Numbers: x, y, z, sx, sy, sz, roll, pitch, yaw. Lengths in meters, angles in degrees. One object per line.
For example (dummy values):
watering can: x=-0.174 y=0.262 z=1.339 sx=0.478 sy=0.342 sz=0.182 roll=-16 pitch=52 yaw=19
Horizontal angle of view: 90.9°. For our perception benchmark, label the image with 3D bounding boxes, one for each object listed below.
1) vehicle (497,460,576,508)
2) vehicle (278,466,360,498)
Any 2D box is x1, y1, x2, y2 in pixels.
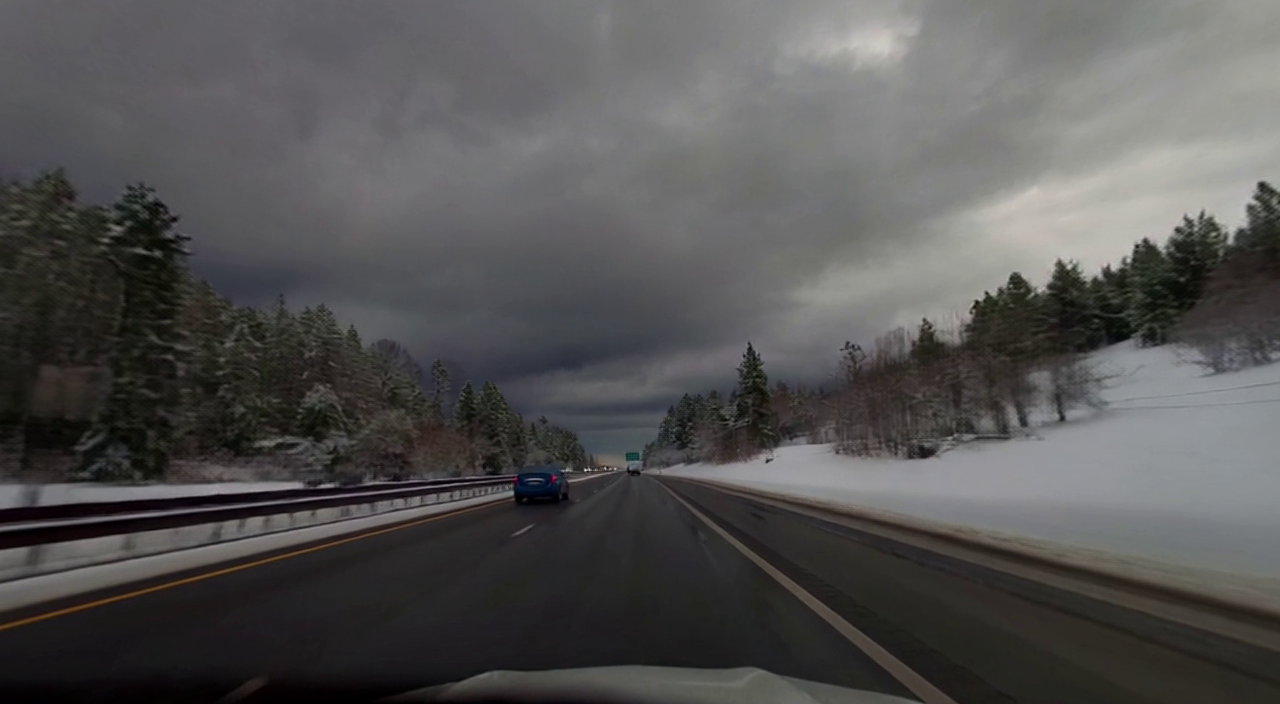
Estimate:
vehicle: x=-3.654 y=4.810 z=23.135 sx=2.006 sy=1.516 sz=4.820 roll=1 pitch=-11 yaw=1
vehicle: x=-16.592 y=6.726 z=32.830 sx=1.880 sy=1.526 sz=4.462 roll=1 pitch=-11 yaw=1
